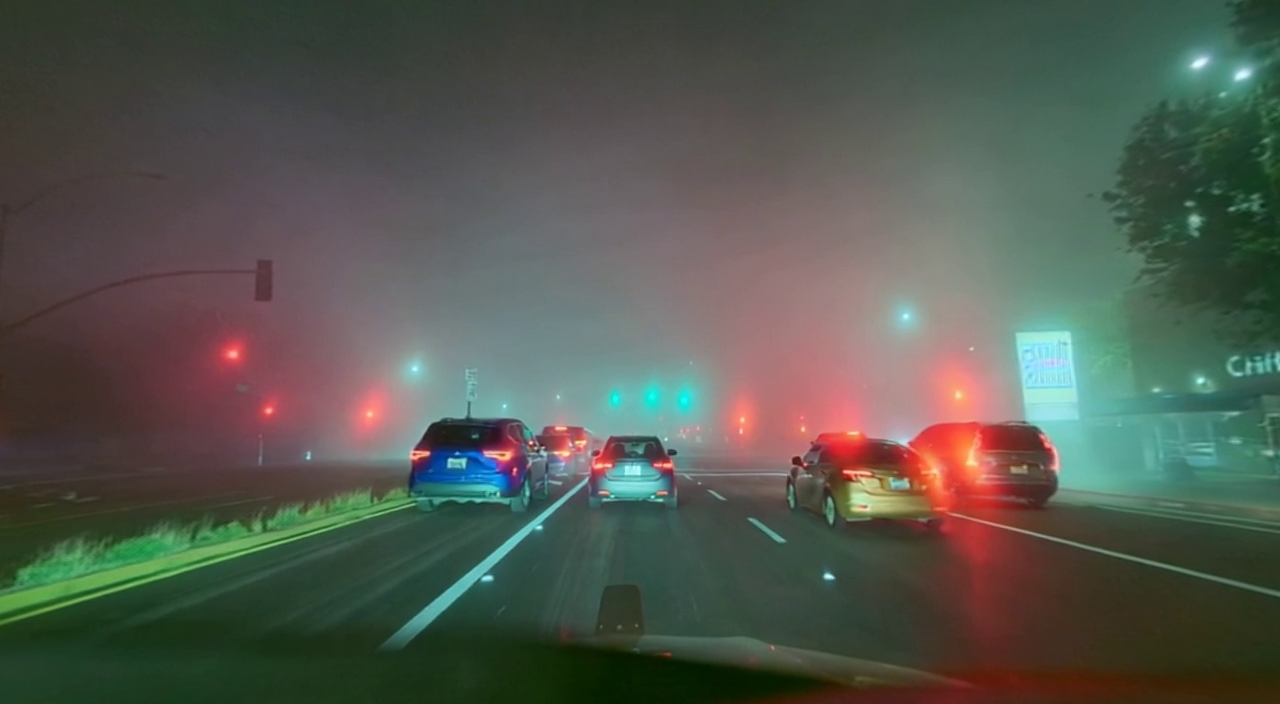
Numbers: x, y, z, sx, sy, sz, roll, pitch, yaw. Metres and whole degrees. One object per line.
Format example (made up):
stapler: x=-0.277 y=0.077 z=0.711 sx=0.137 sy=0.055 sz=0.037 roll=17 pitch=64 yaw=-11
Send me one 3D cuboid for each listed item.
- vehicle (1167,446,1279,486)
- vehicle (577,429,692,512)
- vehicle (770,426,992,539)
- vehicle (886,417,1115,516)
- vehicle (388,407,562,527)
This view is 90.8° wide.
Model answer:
vehicle: x=23.179 y=4.313 z=24.091 sx=4.368 sy=1.448 sz=1.876 roll=0 pitch=-8 yaw=2
vehicle: x=-0.130 y=2.462 z=13.563 sx=2.097 sy=1.480 sz=4.006 roll=0 pitch=-8 yaw=-1
vehicle: x=3.632 y=2.040 z=10.553 sx=1.861 sy=1.473 sz=4.393 roll=0 pitch=-8 yaw=-2
vehicle: x=7.278 y=2.365 z=13.531 sx=2.068 sy=1.731 sz=4.752 roll=0 pitch=-8 yaw=0
vehicle: x=-2.836 y=2.128 z=12.171 sx=2.064 sy=1.825 sz=4.760 roll=0 pitch=-8 yaw=0
